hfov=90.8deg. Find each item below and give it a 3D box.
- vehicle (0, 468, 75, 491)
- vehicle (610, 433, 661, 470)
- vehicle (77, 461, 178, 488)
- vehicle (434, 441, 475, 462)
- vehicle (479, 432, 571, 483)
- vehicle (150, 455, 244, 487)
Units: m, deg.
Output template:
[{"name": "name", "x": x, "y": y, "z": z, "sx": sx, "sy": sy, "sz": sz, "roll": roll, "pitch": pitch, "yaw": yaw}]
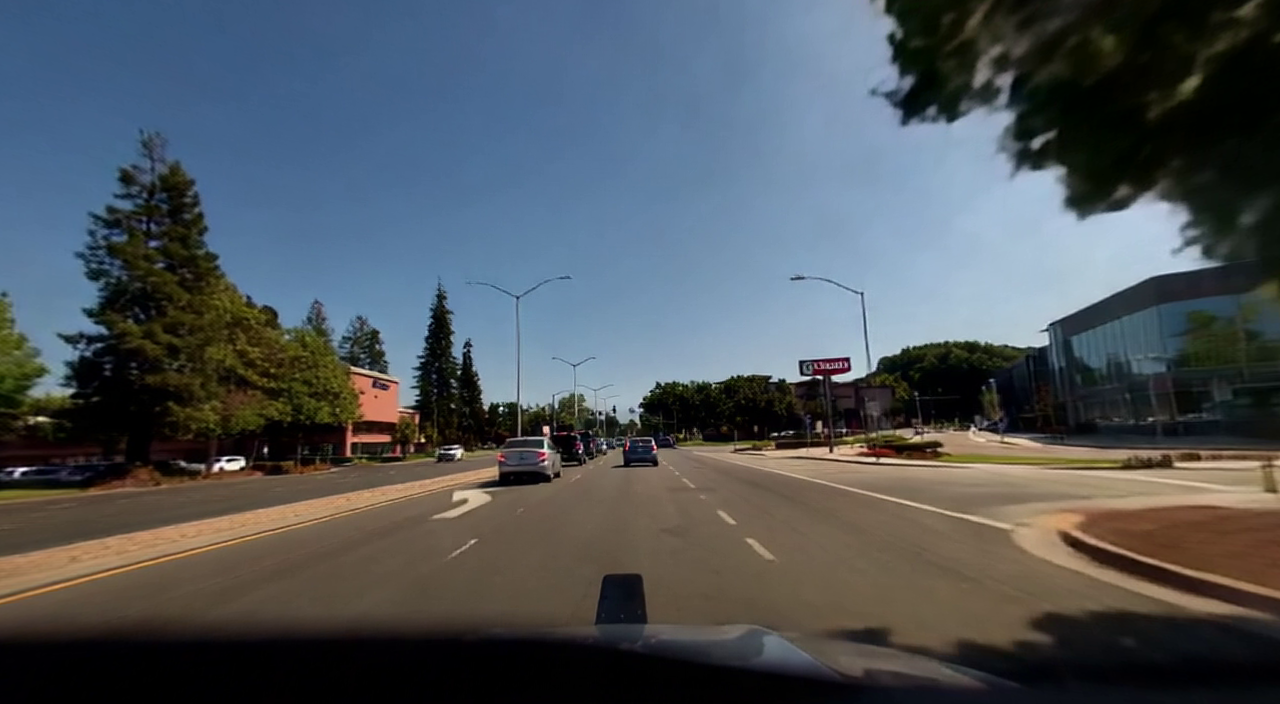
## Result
[{"name": "vehicle", "x": -41.580, "y": 8.710, "z": 43.322, "sx": 3.900, "sy": 1.453, "sz": 1.740, "roll": 0, "pitch": -8, "yaw": 0}, {"name": "vehicle", "x": -0.218, "y": 4.407, "z": 28.142, "sx": 2.126, "sy": 1.475, "sz": 3.967, "roll": 0, "pitch": -8, "yaw": -1}, {"name": "vehicle", "x": -29.218, "y": 6.954, "z": 36.069, "sx": 4.193, "sy": 1.435, "sz": 1.770, "roll": 0, "pitch": -8, "yaw": 0}, {"name": "vehicle", "x": -13.572, "y": 7.286, "z": 46.391, "sx": 1.879, "sy": 1.503, "sz": 4.274, "roll": 0, "pitch": -8, "yaw": -3}, {"name": "vehicle", "x": -3.600, "y": 3.397, "z": 20.624, "sx": 2.139, "sy": 1.487, "sz": 4.453, "roll": 0, "pitch": -8, "yaw": 0}, {"name": "vehicle", "x": -28.792, "y": 7.714, "z": 41.190, "sx": 4.586, "sy": 1.682, "sz": 2.003, "roll": -3, "pitch": -8, "yaw": -4}]
